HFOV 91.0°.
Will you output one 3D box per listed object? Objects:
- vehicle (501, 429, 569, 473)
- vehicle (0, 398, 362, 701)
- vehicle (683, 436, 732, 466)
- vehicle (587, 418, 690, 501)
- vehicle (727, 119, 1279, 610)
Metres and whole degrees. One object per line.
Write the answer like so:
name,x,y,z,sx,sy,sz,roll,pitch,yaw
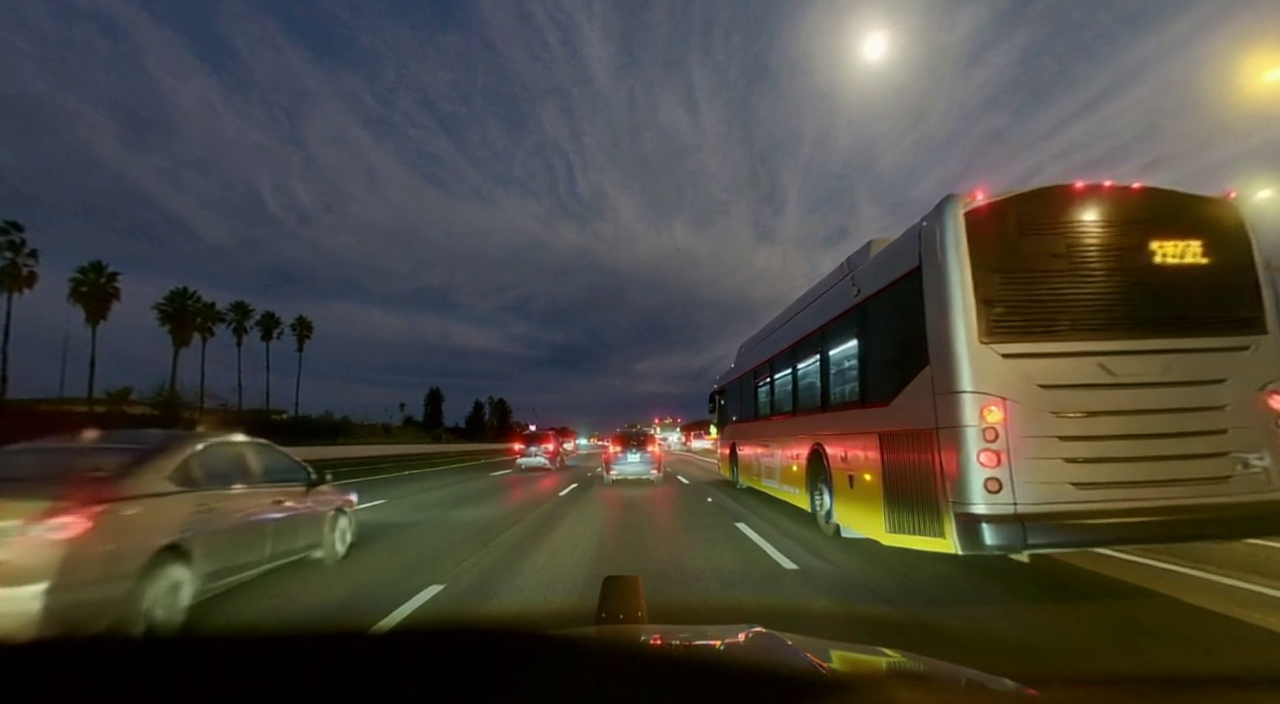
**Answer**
vehicle,-4.512,4.376,27.954,2.100,1.765,4.743,0,-9,1
vehicle,-4.307,1.281,5.017,2.040,1.536,4.680,0,-9,0
vehicle,3.631,5.430,34.656,2.039,1.516,4.521,0,-9,-2
vehicle,0.002,2.681,16.015,2.268,1.796,4.280,0,-9,1
vehicle,4.024,1.054,11.683,3.020,3.622,14.302,0,-9,1
